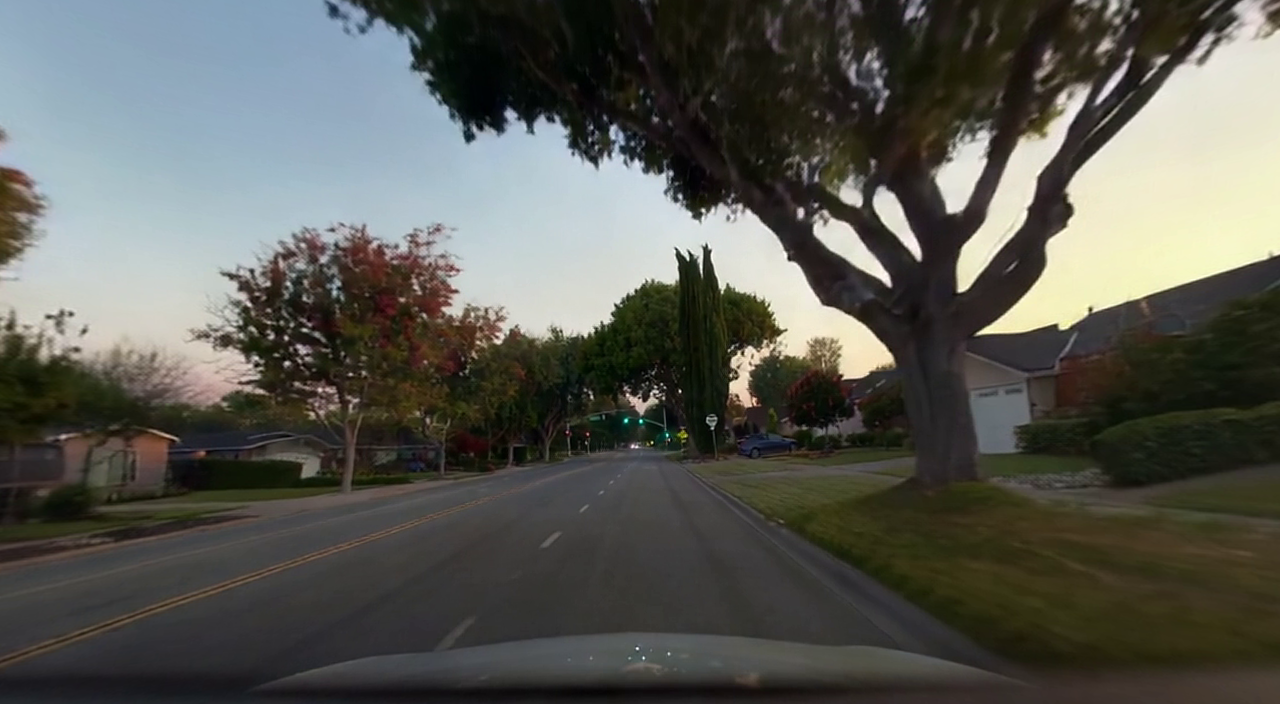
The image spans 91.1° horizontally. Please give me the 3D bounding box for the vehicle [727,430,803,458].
[{"bbox_3d":[8.539,6.280,42.974,4.636,1.823,1.997,3,-9,-18],"label":"vehicle"}]
